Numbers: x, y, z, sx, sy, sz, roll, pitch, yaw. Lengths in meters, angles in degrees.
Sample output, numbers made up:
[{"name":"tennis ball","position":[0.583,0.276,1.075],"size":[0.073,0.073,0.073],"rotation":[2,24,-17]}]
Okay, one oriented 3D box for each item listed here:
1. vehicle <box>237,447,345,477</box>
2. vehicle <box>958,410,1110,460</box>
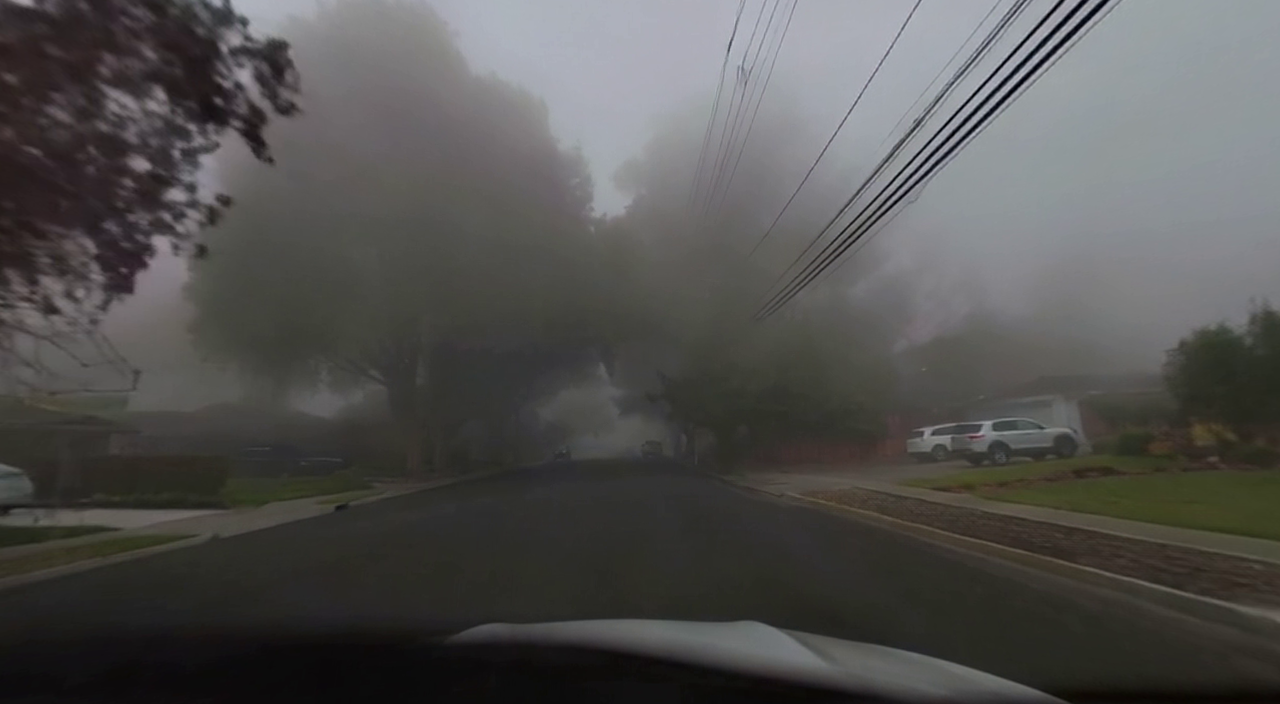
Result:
[{"name":"vehicle","position":[-18.079,5.691,32.883],"size":[4.519,1.426,1.903],"rotation":[8,-12,-43]},{"name":"vehicle","position":[15.113,3.216,24.421],"size":[4.562,1.832,1.987],"rotation":[0,-8,-3]}]
